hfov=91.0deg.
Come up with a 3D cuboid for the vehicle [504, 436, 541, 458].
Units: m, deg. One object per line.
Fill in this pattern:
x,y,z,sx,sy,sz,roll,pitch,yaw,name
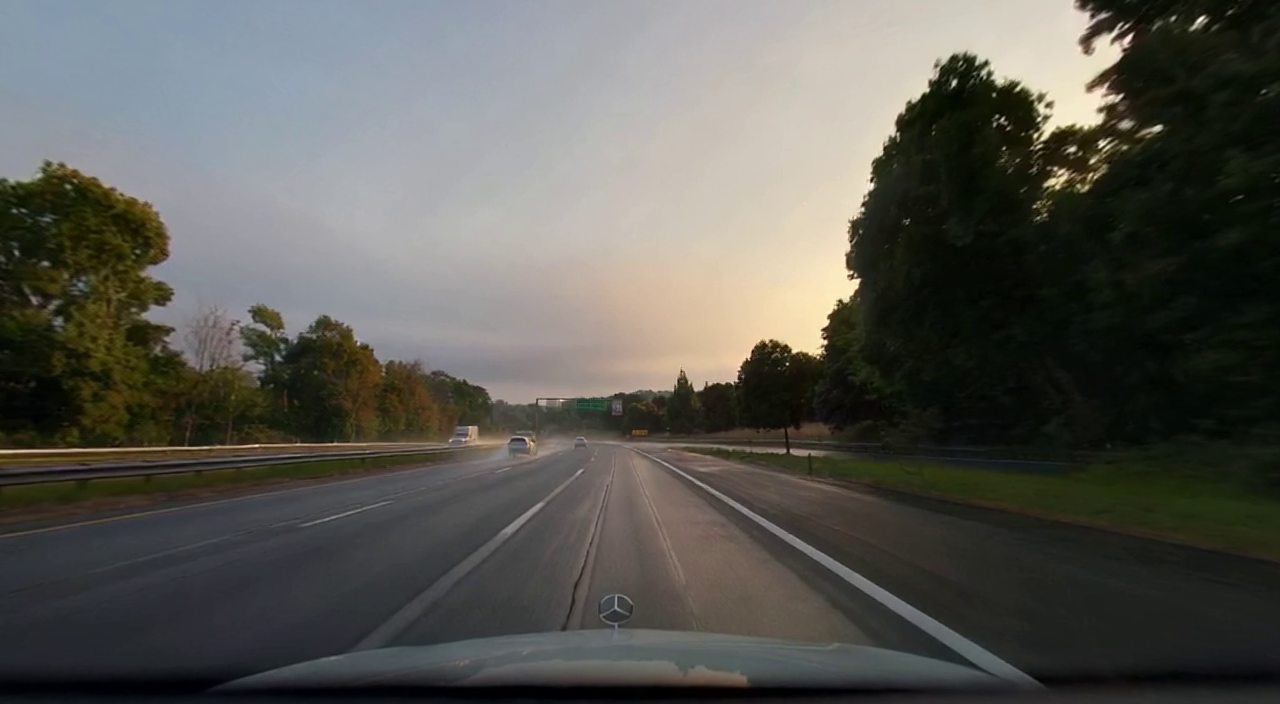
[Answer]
-9.103,7.393,49.119,2.381,1.553,4.244,0,-8,-4,vehicle
